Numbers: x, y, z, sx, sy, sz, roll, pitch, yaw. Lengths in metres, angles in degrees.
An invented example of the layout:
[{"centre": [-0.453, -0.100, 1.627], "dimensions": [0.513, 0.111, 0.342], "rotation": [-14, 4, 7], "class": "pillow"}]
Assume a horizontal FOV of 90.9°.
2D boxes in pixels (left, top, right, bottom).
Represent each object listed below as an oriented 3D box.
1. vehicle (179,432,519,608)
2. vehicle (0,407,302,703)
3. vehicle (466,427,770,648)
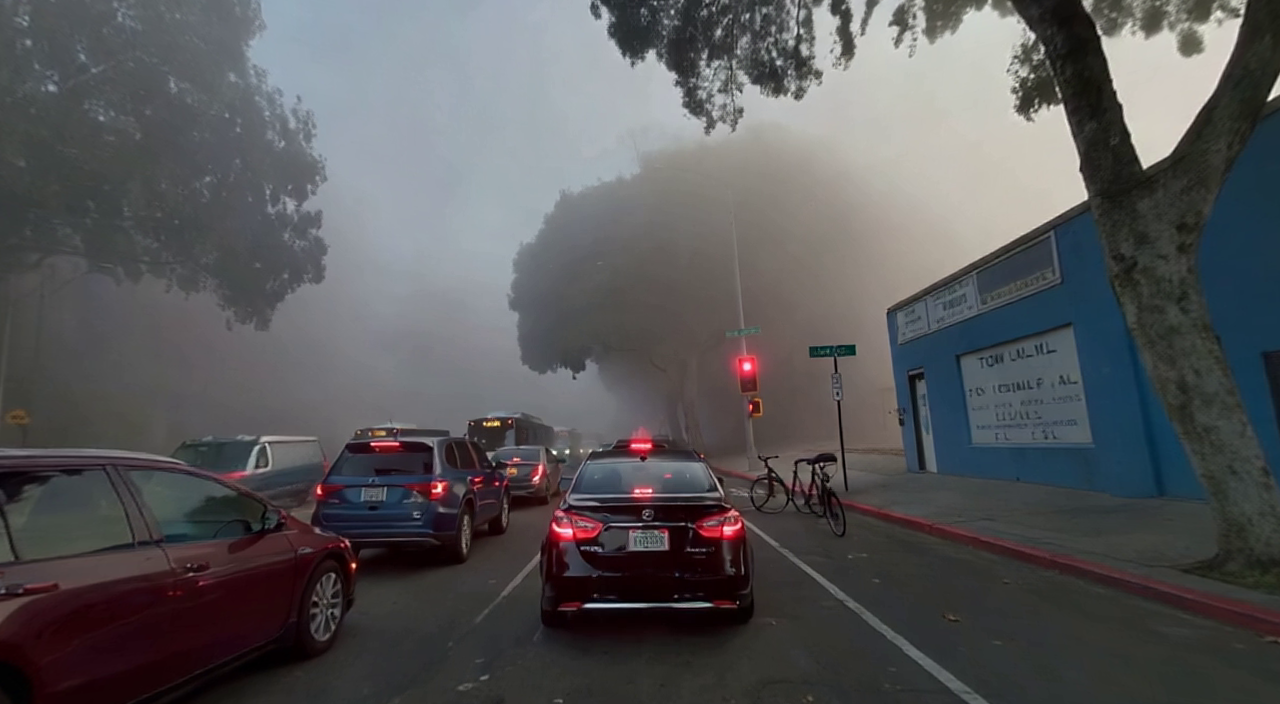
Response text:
[{"centre": [-2.918, 1.758, 7.640], "dimensions": [1.944, 1.481, 4.385], "rotation": [0, -8, 1], "class": "vehicle"}, {"centre": [-3.169, 0.878, 1.748], "dimensions": [1.867, 1.486, 4.452], "rotation": [0, -8, 2], "class": "vehicle"}, {"centre": [-0.136, 1.526, 6.178], "dimensions": [2.031, 1.461, 3.763], "rotation": [0, -8, 1], "class": "vehicle"}]
